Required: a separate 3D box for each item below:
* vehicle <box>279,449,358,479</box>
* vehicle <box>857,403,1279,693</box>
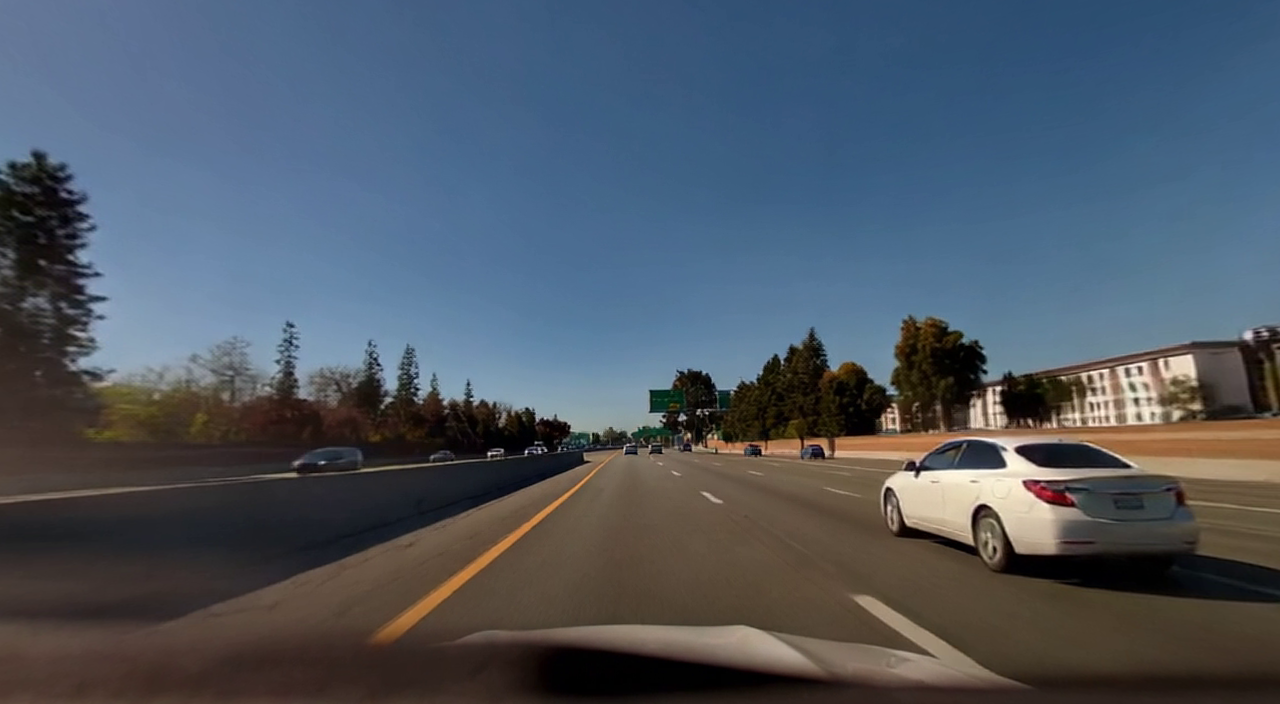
[{"bbox_3d":[-14.546,5.055,28.824,1.620,1.198,3.811,0,-8,0],"label":"vehicle"},{"bbox_3d":[3.855,1.361,5.715,2.018,1.477,4.800,0,-8,-1],"label":"vehicle"}]
